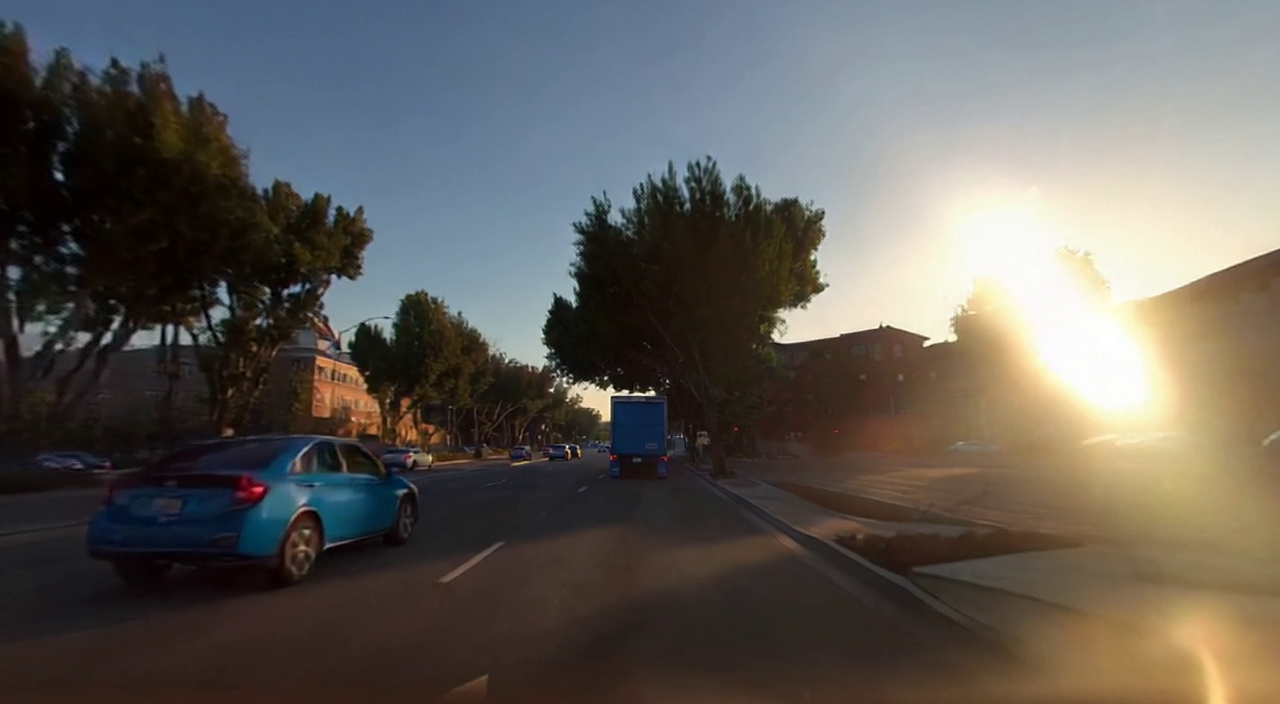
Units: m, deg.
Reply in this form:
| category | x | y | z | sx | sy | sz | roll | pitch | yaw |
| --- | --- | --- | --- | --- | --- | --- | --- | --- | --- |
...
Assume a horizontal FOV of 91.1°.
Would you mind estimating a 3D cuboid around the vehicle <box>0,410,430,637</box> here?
| category | x | y | z | sx | sy | sz | roll | pitch | yaw |
| --- | --- | --- | --- | --- | --- | --- | --- | --- | --- |
| vehicle | -4.057 | 1.548 | 6.716 | 2.078 | 1.597 | 4.355 | 0 | -9 | 0 |

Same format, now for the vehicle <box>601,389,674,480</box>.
| category | x | y | z | sx | sy | sz | roll | pitch | yaw |
| --- | --- | --- | --- | --- | --- | --- | --- | --- | --- |
| vehicle | -0.006 | 3.980 | 29.713 | 2.905 | 3.644 | 8.807 | 0 | -9 | 1 |

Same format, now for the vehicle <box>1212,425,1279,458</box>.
| category | x | y | z | sx | sy | sz | roll | pitch | yaw |
| --- | --- | --- | --- | --- | --- | --- | --- | --- | --- |
| vehicle | 27.540 | 3.929 | 27.493 | 3.405 | 1.395 | 1.600 | 1 | -9 | -4 |

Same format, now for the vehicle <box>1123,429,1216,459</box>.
| category | x | y | z | sx | sy | sz | roll | pitch | yaw |
| --- | --- | --- | --- | --- | --- | --- | --- | --- | --- |
| vehicle | 27.423 | 4.775 | 32.540 | 3.341 | 1.387 | 1.619 | -1 | -8 | -3 |

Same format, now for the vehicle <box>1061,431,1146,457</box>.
| category | x | y | z | sx | sy | sz | roll | pitch | yaw |
| --- | --- | --- | --- | --- | --- | --- | --- | --- | --- |
| vehicle | 25.859 | 5.145 | 35.098 | 3.503 | 1.419 | 1.646 | 1 | -9 | -4 |
